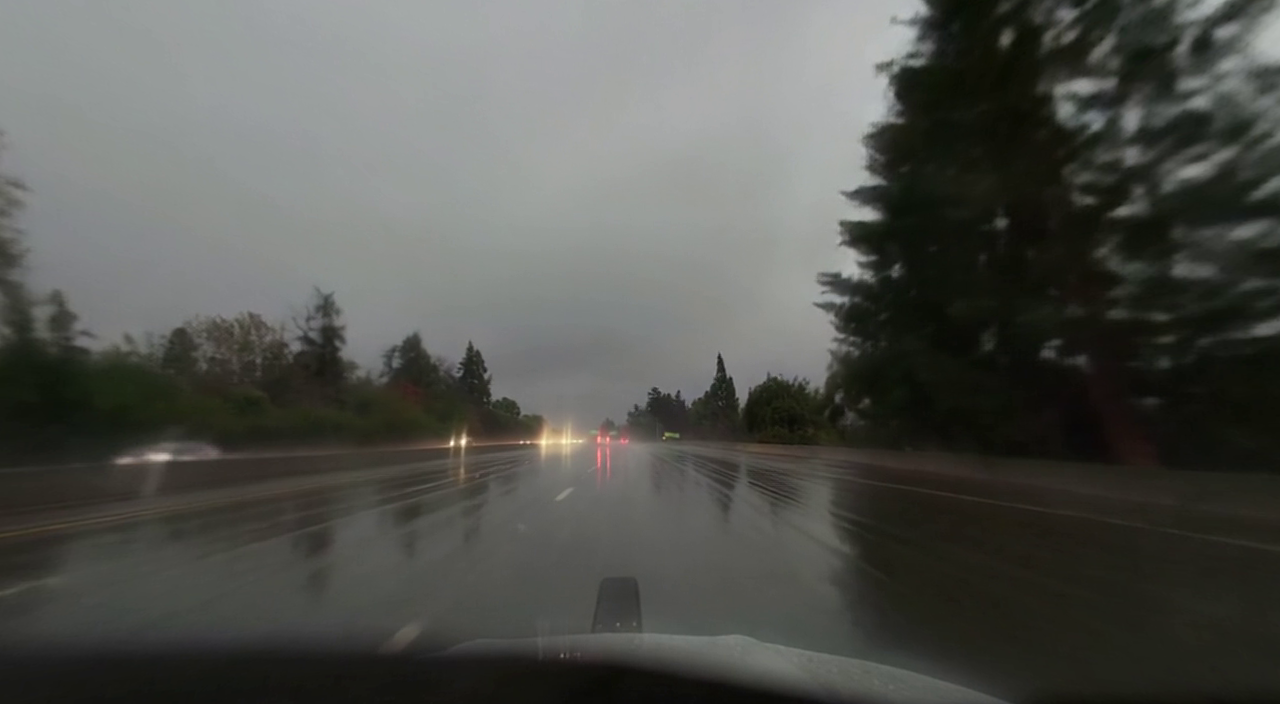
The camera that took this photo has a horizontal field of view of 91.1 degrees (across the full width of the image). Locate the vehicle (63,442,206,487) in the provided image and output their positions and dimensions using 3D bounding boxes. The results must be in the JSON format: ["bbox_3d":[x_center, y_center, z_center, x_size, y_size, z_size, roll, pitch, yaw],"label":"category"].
[{"bbox_3d":[-19.321,4.287,24.345,1.852,1.531,4.466,0,-8,0],"label":"vehicle"}]
